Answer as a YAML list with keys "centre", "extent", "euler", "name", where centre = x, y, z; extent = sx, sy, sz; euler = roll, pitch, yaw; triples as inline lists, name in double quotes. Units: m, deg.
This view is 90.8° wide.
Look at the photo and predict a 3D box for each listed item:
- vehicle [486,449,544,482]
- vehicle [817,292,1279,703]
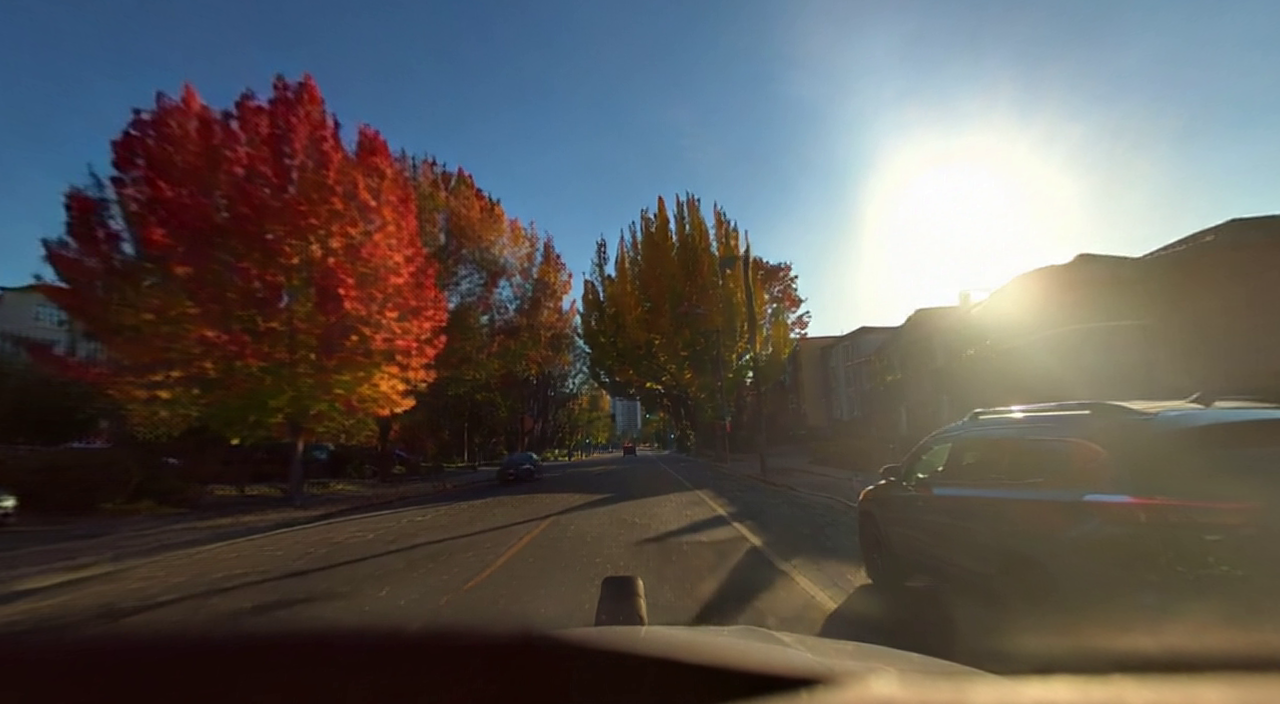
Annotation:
- centre: [-6.305, 5.756, 32.374]
  extent: [2.031, 1.521, 4.538]
  euler: [-1, -9, 1]
  name: "vehicle"
- centre: [2.980, 1.046, 4.024]
  extent: [2.224, 1.791, 4.834]
  euler: [0, -9, -1]
  name: "vehicle"
